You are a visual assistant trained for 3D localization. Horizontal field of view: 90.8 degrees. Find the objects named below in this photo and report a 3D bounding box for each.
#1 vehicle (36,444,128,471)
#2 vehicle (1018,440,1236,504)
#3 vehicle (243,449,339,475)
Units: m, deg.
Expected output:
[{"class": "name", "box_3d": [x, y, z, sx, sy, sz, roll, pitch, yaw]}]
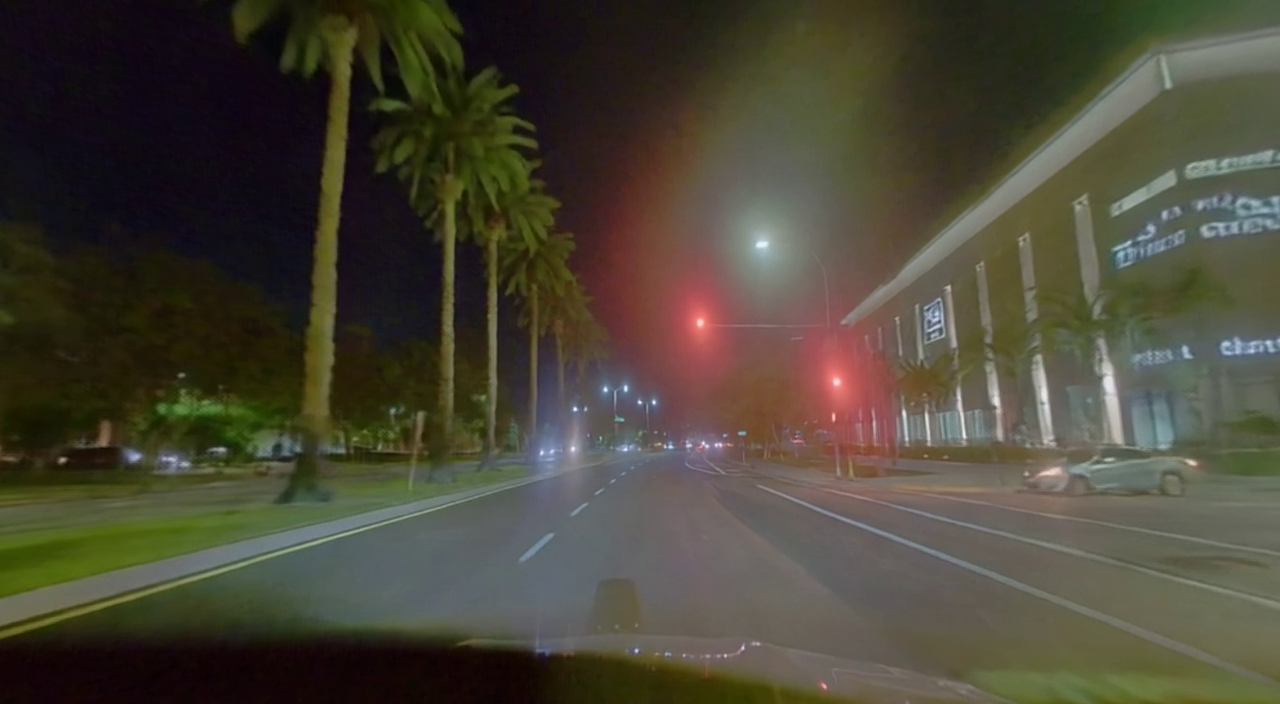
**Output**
[{"class": "vehicle", "box_3d": [-36.505, 6.896, 41.412, 4.171, 1.682, 1.981, -1, -8, 3]}, {"class": "vehicle", "box_3d": [14.099, 3.480, 18.698, 4.601, 1.696, 1.977, -3, -9, 20]}, {"class": "vehicle", "box_3d": [-22.205, 6.981, 40.440, 5.136, 1.515, 1.964, 4, -9, -24]}]
